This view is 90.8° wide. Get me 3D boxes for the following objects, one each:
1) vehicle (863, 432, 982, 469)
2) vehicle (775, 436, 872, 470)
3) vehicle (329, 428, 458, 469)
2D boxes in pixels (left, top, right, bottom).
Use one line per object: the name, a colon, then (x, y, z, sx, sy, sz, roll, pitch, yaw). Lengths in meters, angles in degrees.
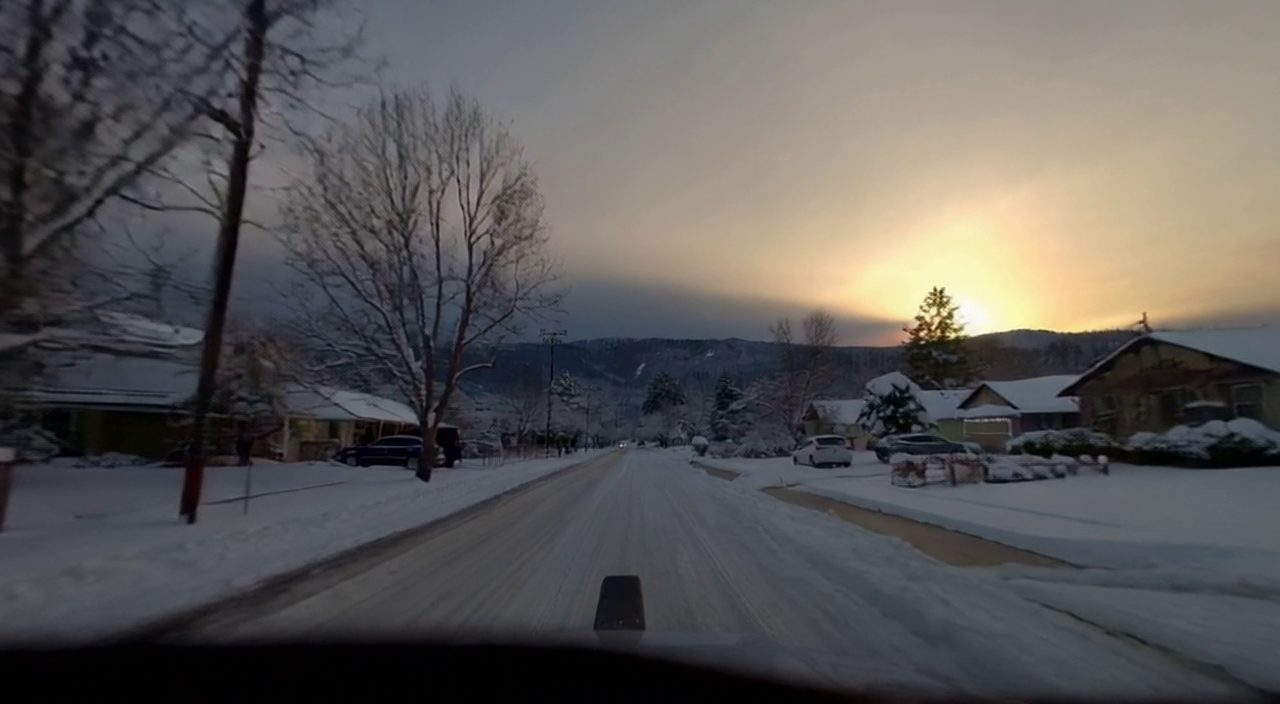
vehicle: (15.265, 5.326, 34.338, 5.395, 1.917, 2.153, 0, -9, -2)
vehicle: (9.791, 5.413, 33.923, 4.582, 1.719, 1.947, 0, -8, -1)
vehicle: (-12.501, 4.929, 32.374, 5.618, 1.997, 2.201, 0, -9, -1)
